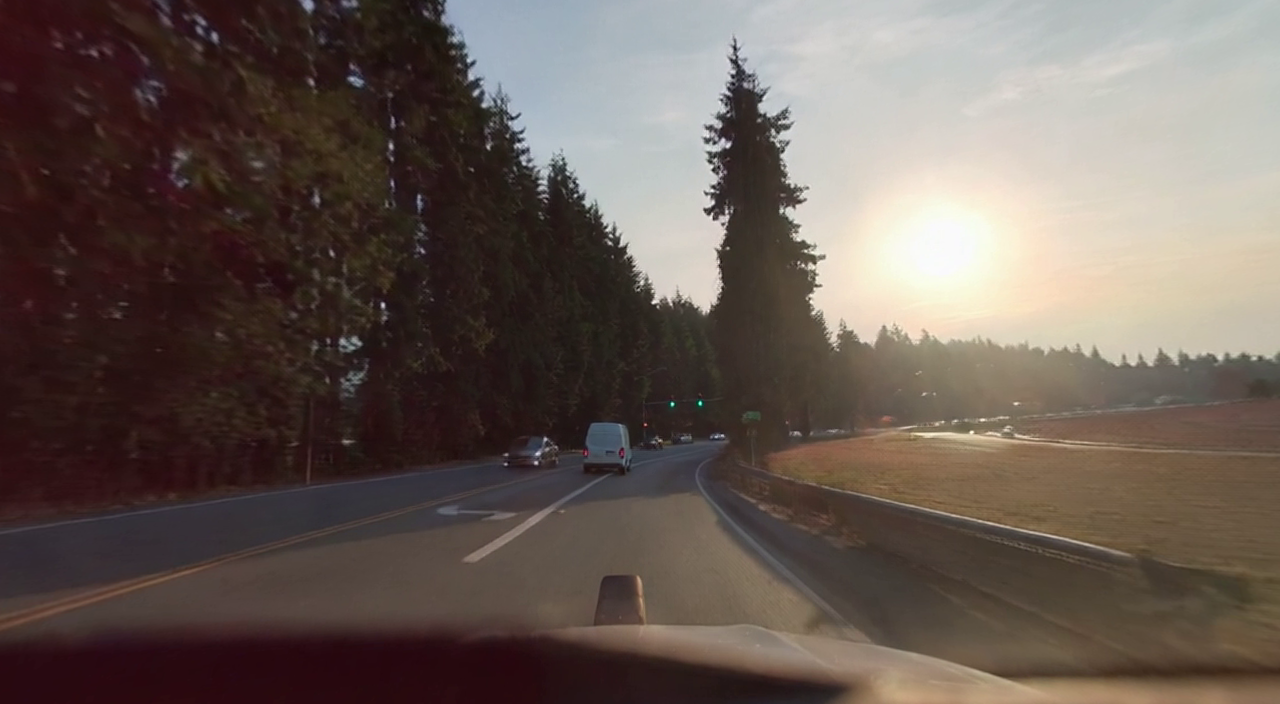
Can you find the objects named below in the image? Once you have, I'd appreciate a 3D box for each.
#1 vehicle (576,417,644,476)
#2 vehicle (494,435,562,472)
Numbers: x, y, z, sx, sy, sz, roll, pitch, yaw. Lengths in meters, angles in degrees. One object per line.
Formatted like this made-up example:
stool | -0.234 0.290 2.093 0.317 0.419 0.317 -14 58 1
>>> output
vehicle | -1.129 4.010 26.834 2.362 2.185 5.212 0 -8 3
vehicle | -4.867 4.487 28.019 1.968 1.460 4.486 0 -8 3
